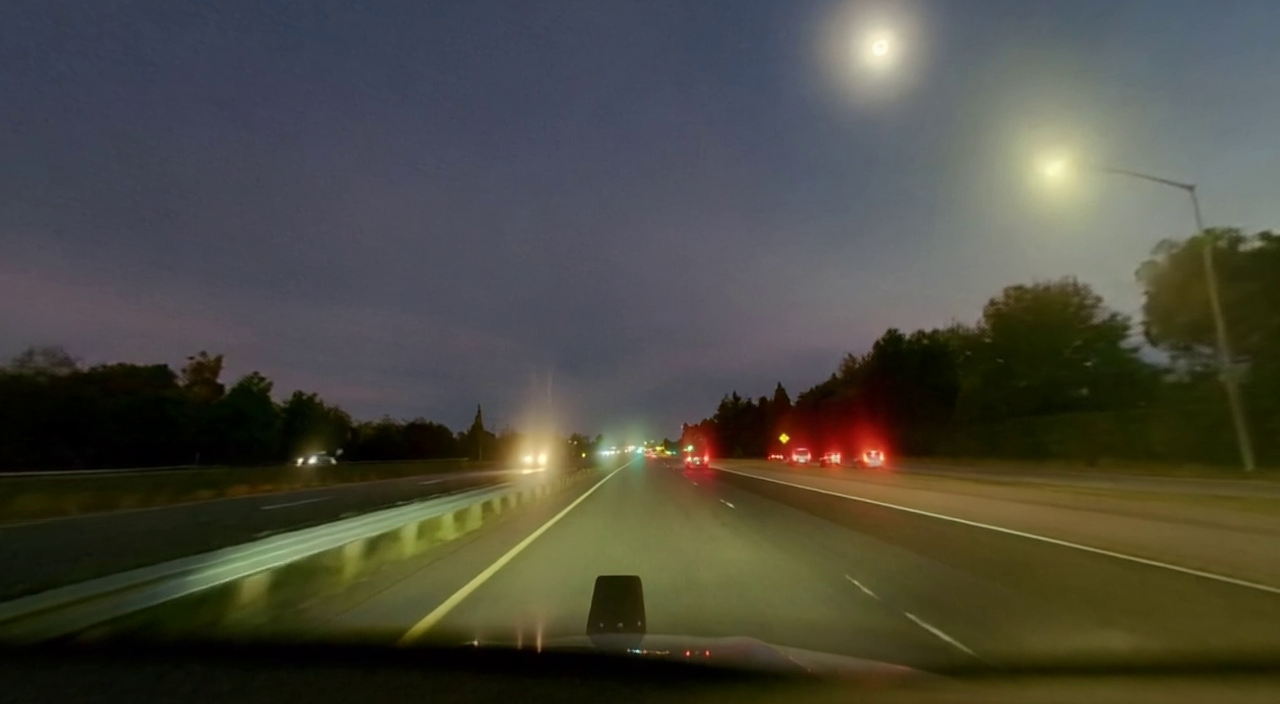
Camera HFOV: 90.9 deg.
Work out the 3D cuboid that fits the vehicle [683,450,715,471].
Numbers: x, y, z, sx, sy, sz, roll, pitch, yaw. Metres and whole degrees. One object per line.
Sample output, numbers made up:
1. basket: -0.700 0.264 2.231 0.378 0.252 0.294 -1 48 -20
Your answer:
1. vehicle: 4.471 8.313 48.499 1.984 1.481 4.376 0 -9 0
